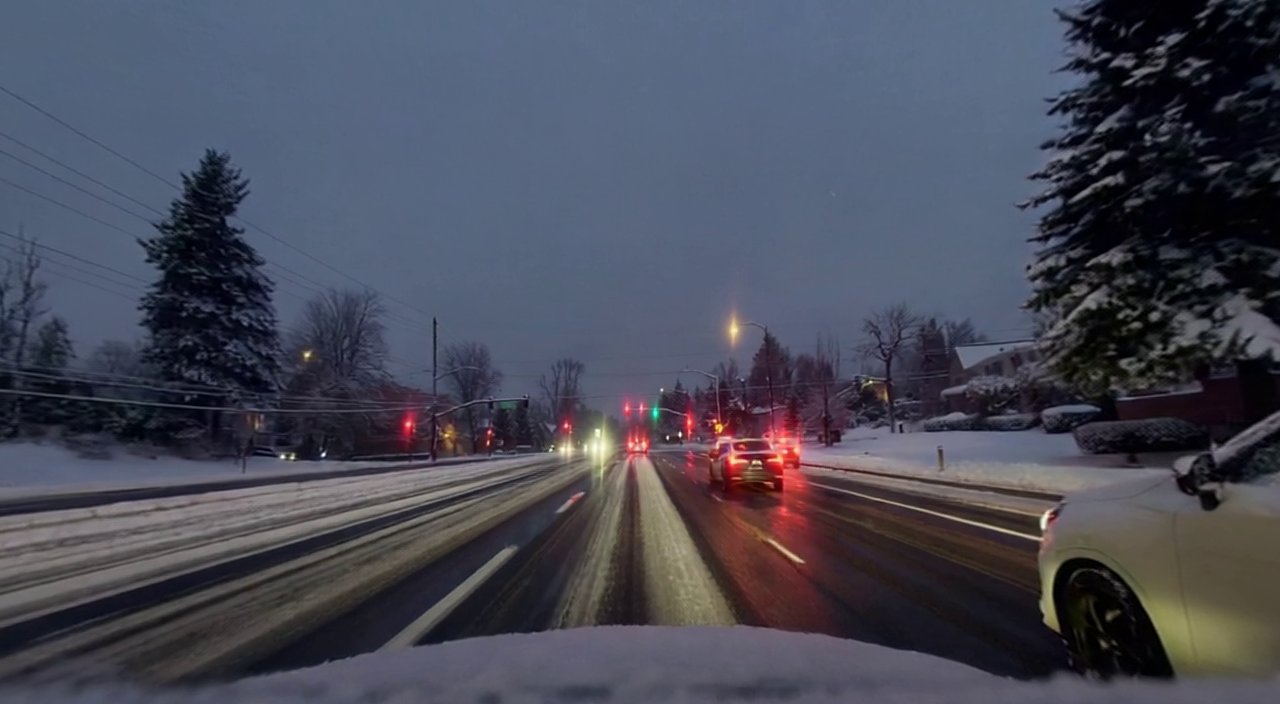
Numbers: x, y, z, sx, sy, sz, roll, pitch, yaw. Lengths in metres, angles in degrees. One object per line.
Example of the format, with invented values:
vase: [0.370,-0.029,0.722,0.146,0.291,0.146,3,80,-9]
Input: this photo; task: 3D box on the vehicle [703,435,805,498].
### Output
vehicle: [2.910,3.021,16.990,1.889,1.451,4.180,0,-9,-1]

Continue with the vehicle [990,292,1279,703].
vehicle: [3.062,0.586,1.205,2.129,1.761,4.610,0,-9,0]
